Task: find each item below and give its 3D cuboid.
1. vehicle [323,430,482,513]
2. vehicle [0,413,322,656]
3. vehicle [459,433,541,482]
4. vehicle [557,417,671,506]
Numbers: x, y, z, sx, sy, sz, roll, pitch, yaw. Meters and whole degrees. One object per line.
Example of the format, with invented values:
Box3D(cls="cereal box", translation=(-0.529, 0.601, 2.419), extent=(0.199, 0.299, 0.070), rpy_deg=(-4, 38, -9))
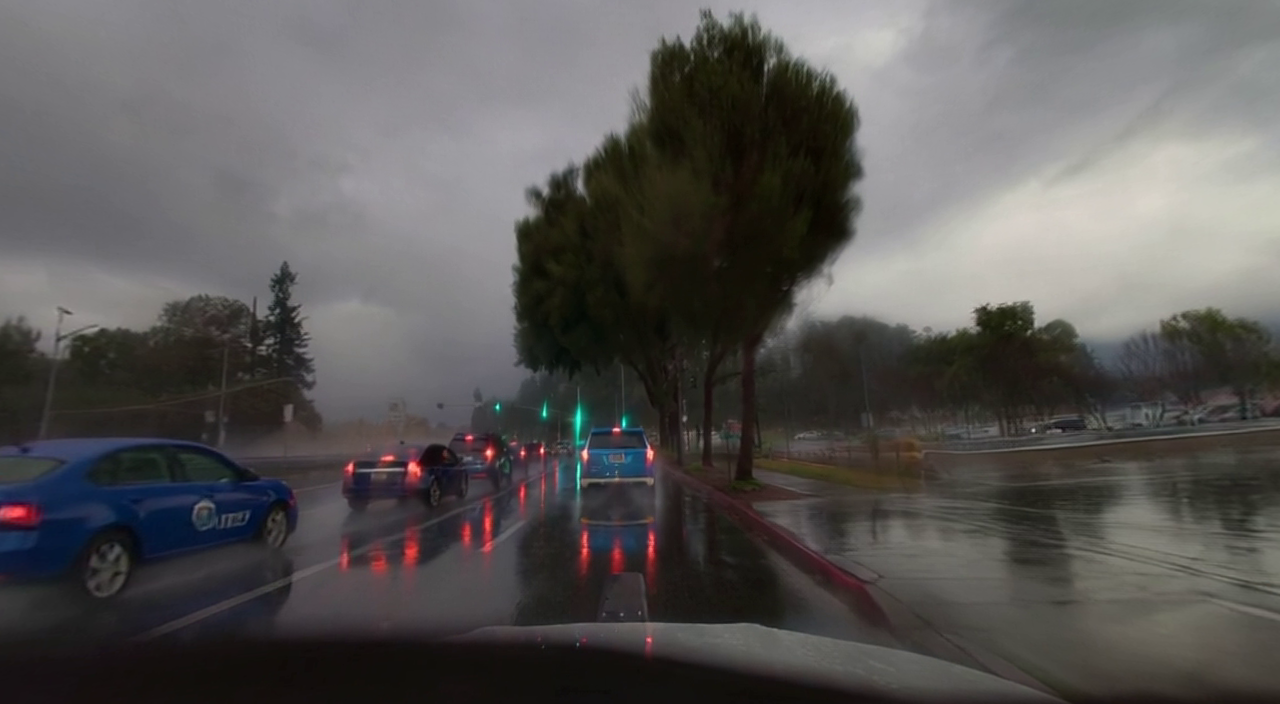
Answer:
Box3D(cls="vehicle", translation=(-5.435, 2.787, 15.228), extent=(2.010, 1.674, 4.484), rpy_deg=(0, -9, 1))
Box3D(cls="vehicle", translation=(-5.305, 1.535, 6.354), extent=(2.069, 1.616, 4.108), rpy_deg=(0, -9, 0))
Box3D(cls="vehicle", translation=(-5.449, 4.169, 25.220), extent=(2.188, 1.774, 4.477), rpy_deg=(0, -8, 1))
Box3D(cls="vehicle", translation=(-0.601, 2.591, 15.300), extent=(2.368, 1.829, 4.293), rpy_deg=(0, -9, -2))
